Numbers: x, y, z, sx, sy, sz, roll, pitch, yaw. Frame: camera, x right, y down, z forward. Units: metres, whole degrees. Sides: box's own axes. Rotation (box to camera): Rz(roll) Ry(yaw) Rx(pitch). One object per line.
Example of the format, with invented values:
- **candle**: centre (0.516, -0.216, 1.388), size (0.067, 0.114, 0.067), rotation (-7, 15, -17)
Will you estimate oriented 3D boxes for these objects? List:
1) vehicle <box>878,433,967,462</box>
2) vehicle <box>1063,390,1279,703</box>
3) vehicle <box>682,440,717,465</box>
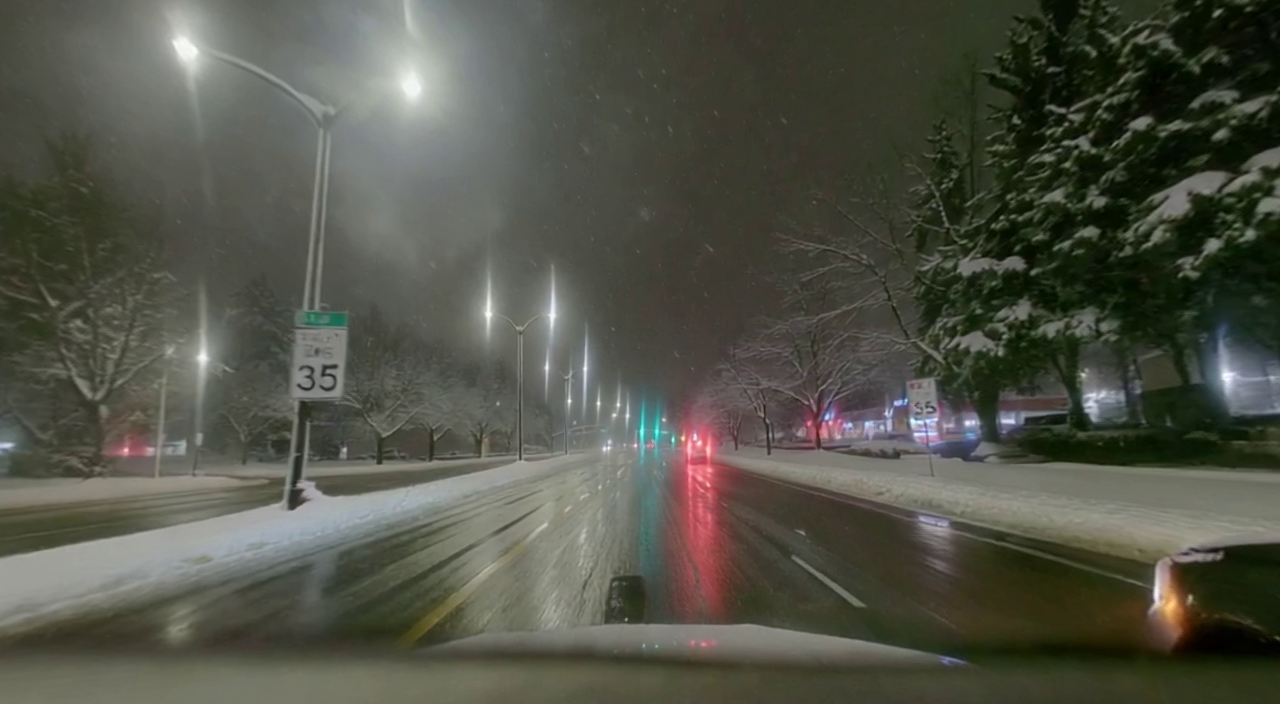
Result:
- **vehicle**: centre (17.506, 5.953, 39.225), size (4.475, 1.739, 2.151), rotation (0, -8, -1)
- **vehicle**: centre (3.521, 0.744, 1.318), size (1.995, 1.528, 4.732), rotation (0, -8, 0)
- **vehicle**: centre (4.178, 7.104, 44.613), size (2.007, 1.683, 4.171), rotation (0, -8, -1)
